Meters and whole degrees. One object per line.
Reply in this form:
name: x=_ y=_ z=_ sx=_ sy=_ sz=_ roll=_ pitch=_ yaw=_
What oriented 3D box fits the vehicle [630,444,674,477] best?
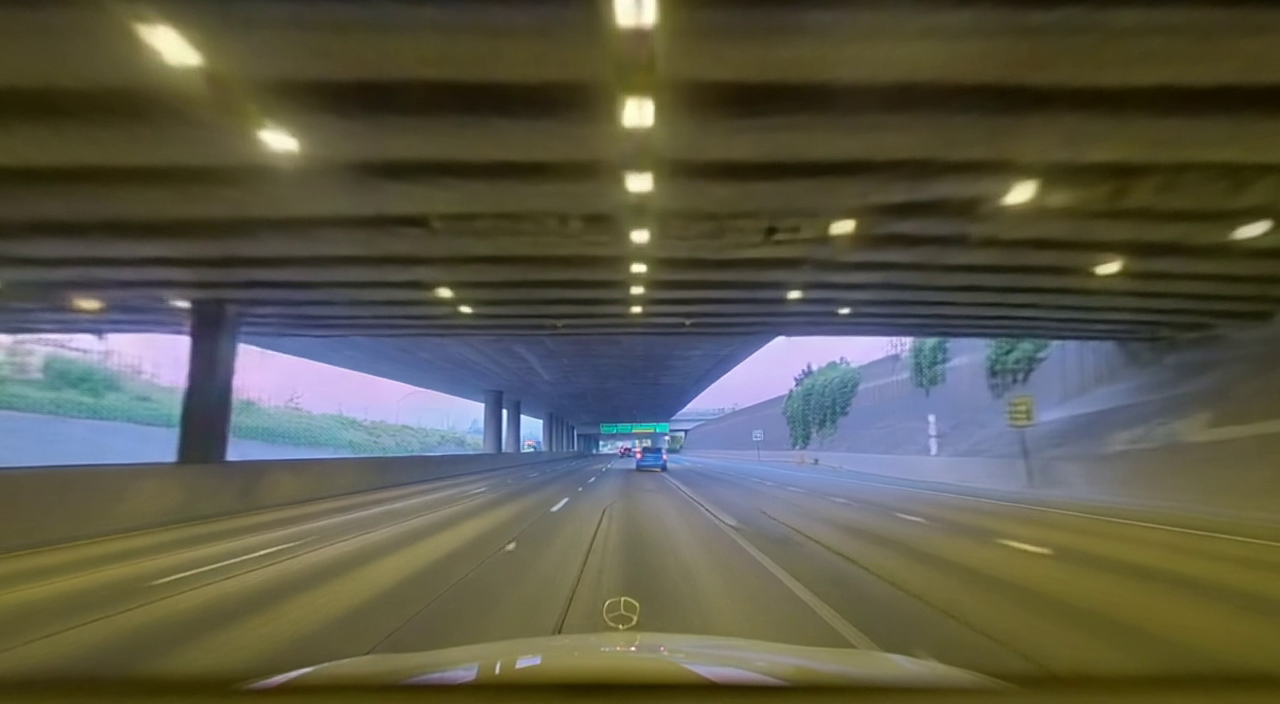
vehicle: x=0.571 y=5.391 z=31.311 sx=2.055 sy=1.501 sz=4.321 roll=0 pitch=-9 yaw=1
